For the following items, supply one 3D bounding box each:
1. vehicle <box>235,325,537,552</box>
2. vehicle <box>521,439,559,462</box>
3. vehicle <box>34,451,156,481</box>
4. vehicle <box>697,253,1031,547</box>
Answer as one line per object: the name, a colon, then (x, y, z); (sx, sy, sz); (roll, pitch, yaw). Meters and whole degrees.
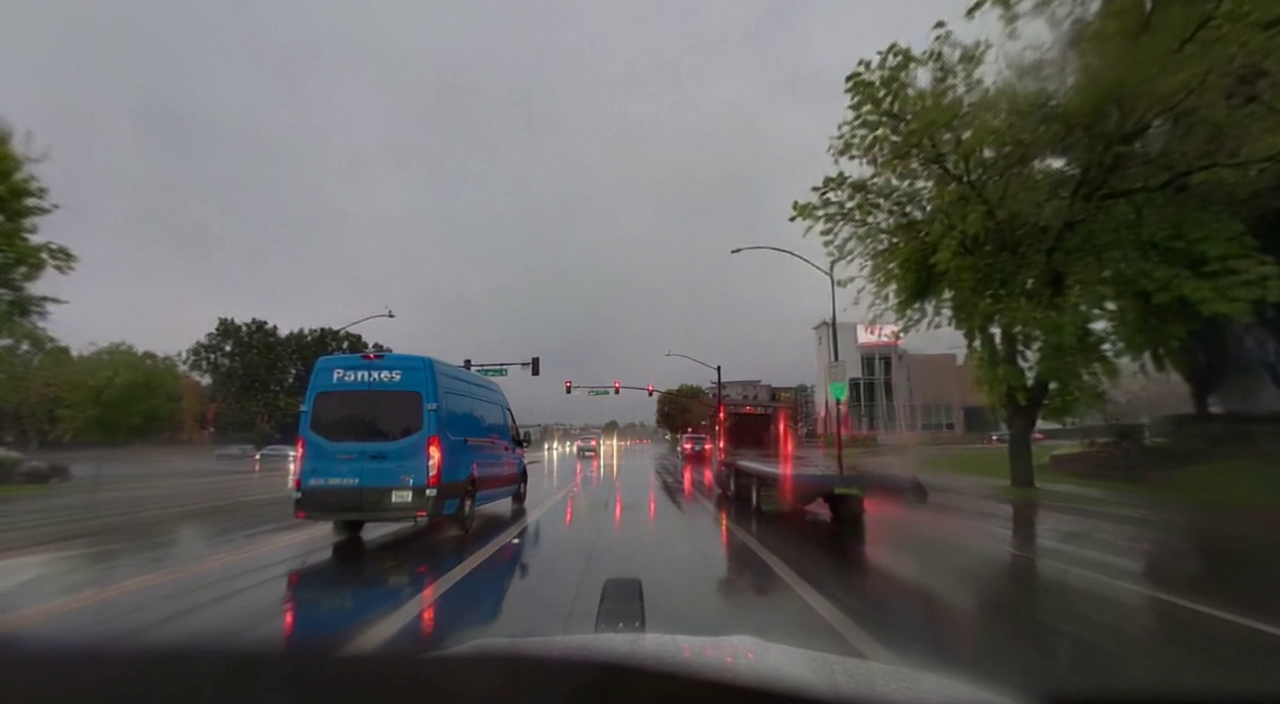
vehicle: (-3.645, 1.529, 11.069); (2.443, 2.784, 6.493); (0, -9, 1)
vehicle: (-6.748, 6.723, 43.068); (1.958, 1.491, 4.155); (0, -9, 0)
vehicle: (-31.337, 6.557, 36.568); (4.955, 1.514, 1.973); (4, -9, -29)
vehicle: (3.067, 1.252, 12.469); (2.861, 3.525, 9.858); (0, -9, -1)
